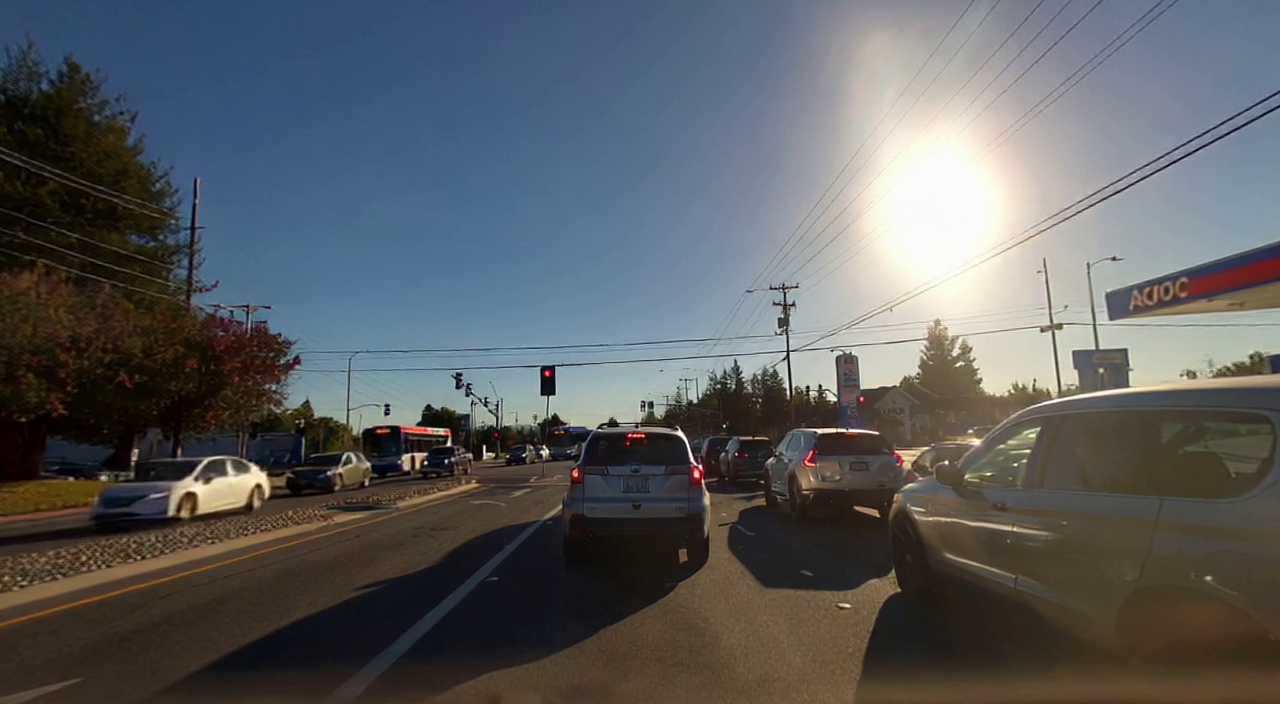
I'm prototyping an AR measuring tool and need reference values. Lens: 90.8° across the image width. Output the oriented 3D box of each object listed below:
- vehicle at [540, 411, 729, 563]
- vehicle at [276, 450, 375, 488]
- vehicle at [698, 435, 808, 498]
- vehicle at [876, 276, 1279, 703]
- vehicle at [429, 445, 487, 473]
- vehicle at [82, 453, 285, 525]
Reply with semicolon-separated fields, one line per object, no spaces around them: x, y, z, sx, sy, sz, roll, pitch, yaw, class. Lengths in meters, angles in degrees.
-0.110;1.805;9.118;2.087;1.677;4.053;0;-9;-1;vehicle
-13.586;5.053;27.698;1.967;1.486;4.701;0;-9;-1;vehicle
2.885;3.042;17.216;2.040;1.481;4.407;0;-9;-2;vehicle
3.089;0.840;3.214;2.049;1.813;4.245;0;-9;-1;vehicle
-10.640;6.262;37.269;2.030;1.498;4.690;0;-9;0;vehicle
-10.357;3.085;14.792;1.812;1.403;3.918;0;-9;0;vehicle
